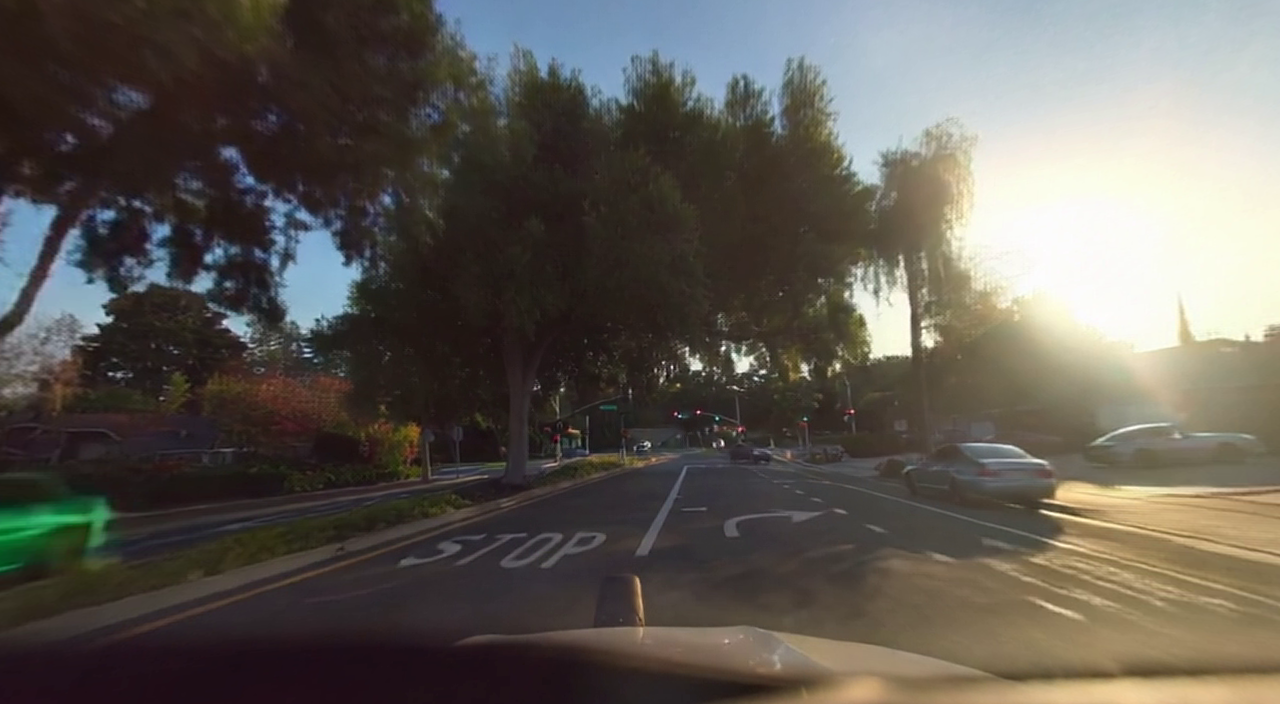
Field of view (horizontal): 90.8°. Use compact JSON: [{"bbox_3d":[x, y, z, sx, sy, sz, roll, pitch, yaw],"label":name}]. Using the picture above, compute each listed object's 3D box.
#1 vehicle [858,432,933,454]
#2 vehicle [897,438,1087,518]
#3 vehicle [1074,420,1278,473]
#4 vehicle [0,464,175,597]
[{"bbox_3d":[18.896,6.751,46.875,4.702,1.595,1.986,-1,-9,5],"label":"vehicle"},{"bbox_3d":[7.412,2.664,13.922,1.917,1.440,4.335,0,-9,4],"label":"vehicle"},{"bbox_3d":[15.904,2.838,18.988,4.164,1.470,1.921,-1,-9,7],"label":"vehicle"},{"bbox_3d":[-8.670,2.136,7.425,2.067,1.491,4.807,-2,-9,16],"label":"vehicle"}]
